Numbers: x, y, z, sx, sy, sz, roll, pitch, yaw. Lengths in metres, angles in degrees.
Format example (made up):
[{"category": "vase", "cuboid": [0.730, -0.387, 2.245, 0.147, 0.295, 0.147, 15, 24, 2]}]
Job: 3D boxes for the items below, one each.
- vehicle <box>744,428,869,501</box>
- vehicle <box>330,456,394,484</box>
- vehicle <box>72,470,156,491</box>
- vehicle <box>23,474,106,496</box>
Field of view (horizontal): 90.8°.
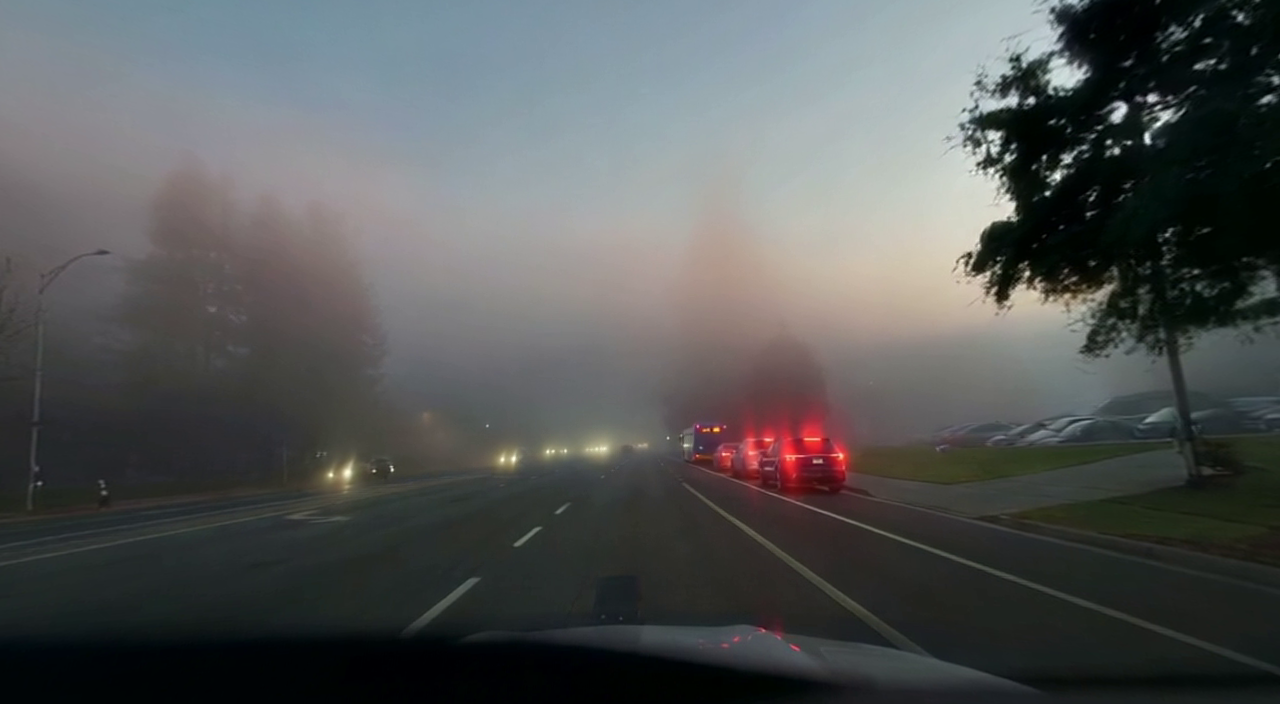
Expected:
[{"category": "vehicle", "cuboid": [4.430, 3.069, 17.715, 2.094, 1.731, 4.763, 0, -8, -1]}, {"category": "vehicle", "cuboid": [-19.585, 8.316, 44.781, 2.166, 1.804, 4.897, -1, -8, 3]}, {"category": "vehicle", "cuboid": [-41.383, 10.089, 49.793, 4.609, 1.553, 2.129, 0, -10, -2]}, {"category": "vehicle", "cuboid": [-42.218, 9.745, 46.415, 4.357, 1.435, 1.816, 0, -9, 2]}]
